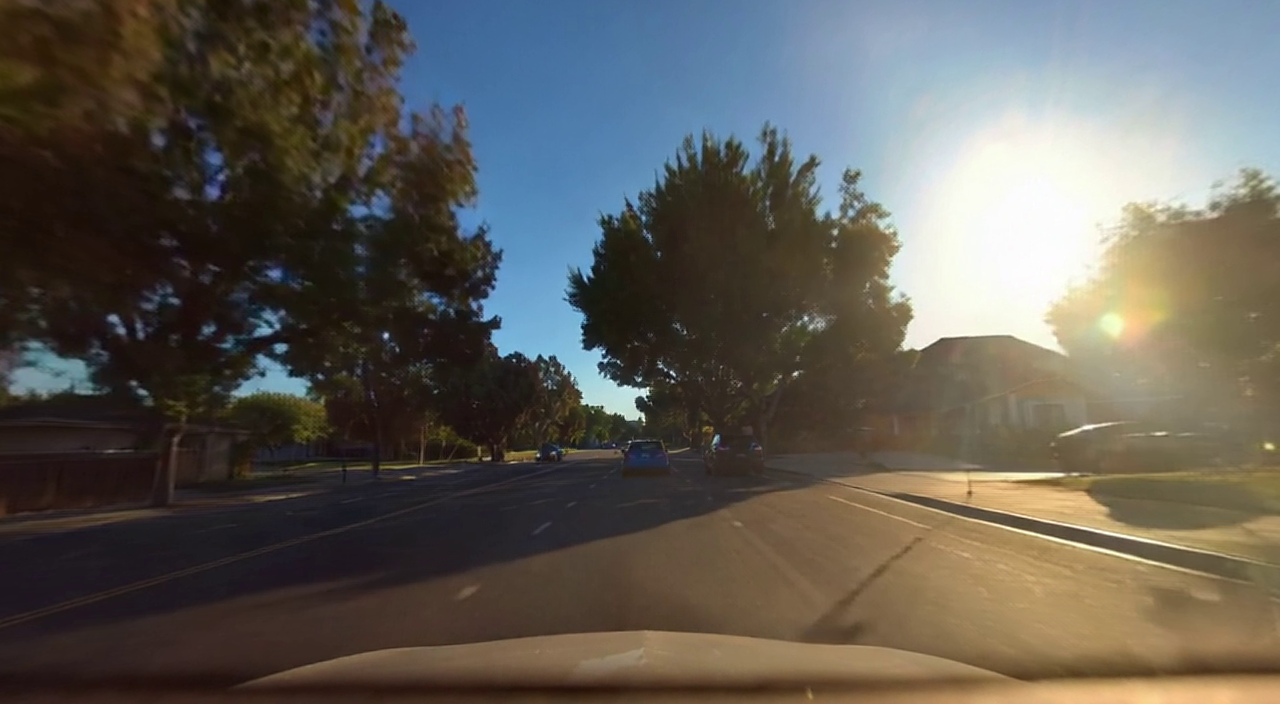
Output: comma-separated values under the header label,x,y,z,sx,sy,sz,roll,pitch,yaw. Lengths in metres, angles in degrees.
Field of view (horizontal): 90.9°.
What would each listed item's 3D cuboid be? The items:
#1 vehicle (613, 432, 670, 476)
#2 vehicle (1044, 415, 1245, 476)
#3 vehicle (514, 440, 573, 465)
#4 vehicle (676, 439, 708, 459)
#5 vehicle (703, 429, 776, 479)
label,x,y,z,sx,sy,sz,roll,pitch,yaw
vehicle,0.077,4.242,26.398,2.200,1.653,4.127,0,-8,1
vehicle,15.346,2.862,19.392,4.378,1.754,2.007,0,-8,0
vehicle,-7.024,7.280,45.599,4.296,1.611,1.942,-10,-13,40
vehicle,3.934,7.409,48.324,2.099,1.463,4.130,0,-8,0
vehicle,3.654,3.858,23.989,2.024,1.711,4.512,0,-8,0
